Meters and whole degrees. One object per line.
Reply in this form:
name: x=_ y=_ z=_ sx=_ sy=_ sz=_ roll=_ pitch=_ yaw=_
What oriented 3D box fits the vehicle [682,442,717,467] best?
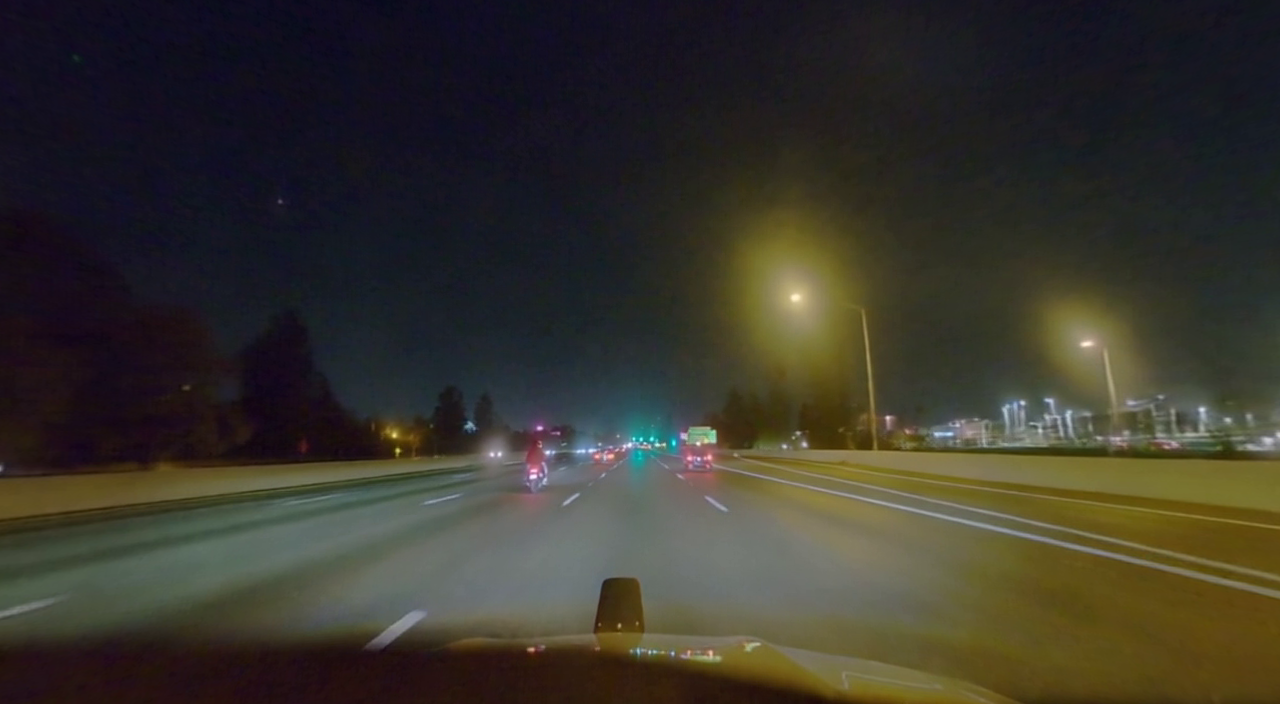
vehicle: x=4.265 y=7.457 z=45.861 sx=2.047 sy=1.662 sz=4.243 roll=0 pitch=-9 yaw=-1
